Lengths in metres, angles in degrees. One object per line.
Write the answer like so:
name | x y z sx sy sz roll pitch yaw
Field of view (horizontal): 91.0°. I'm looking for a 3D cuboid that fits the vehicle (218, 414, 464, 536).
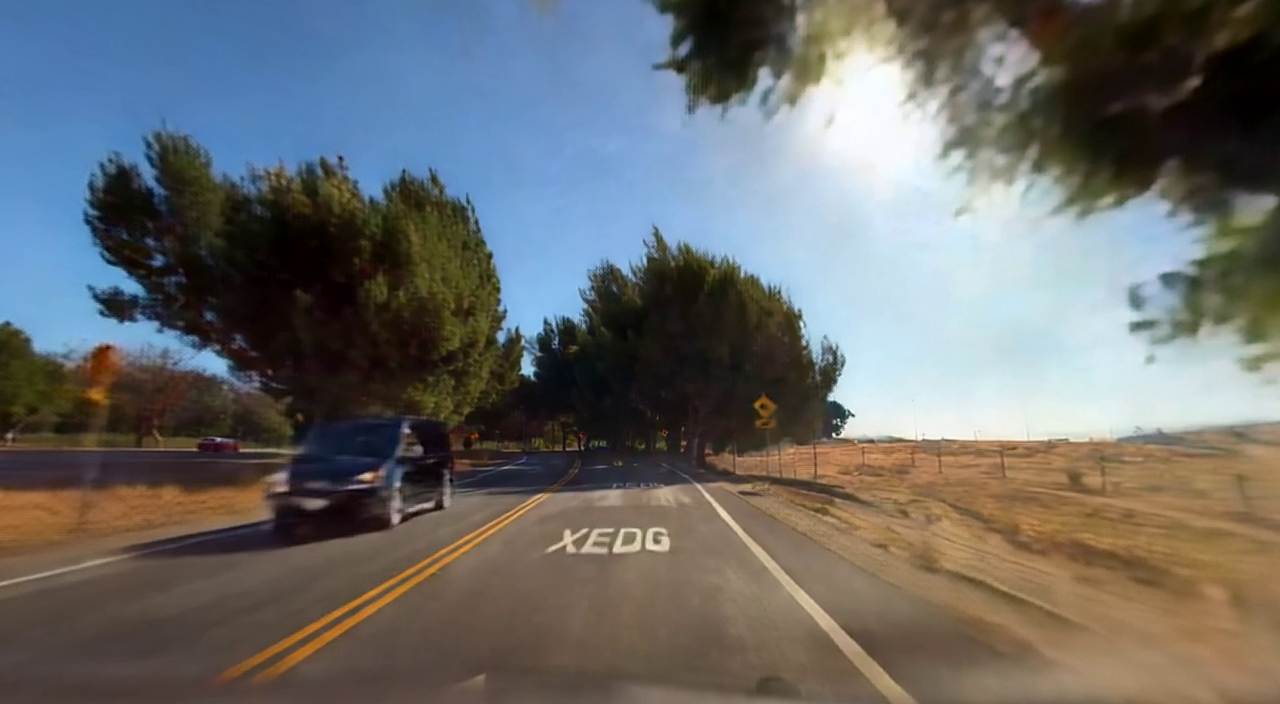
vehicle | -5.563 2.389 12.974 2.394 1.900 5.863 0 -8 -2
